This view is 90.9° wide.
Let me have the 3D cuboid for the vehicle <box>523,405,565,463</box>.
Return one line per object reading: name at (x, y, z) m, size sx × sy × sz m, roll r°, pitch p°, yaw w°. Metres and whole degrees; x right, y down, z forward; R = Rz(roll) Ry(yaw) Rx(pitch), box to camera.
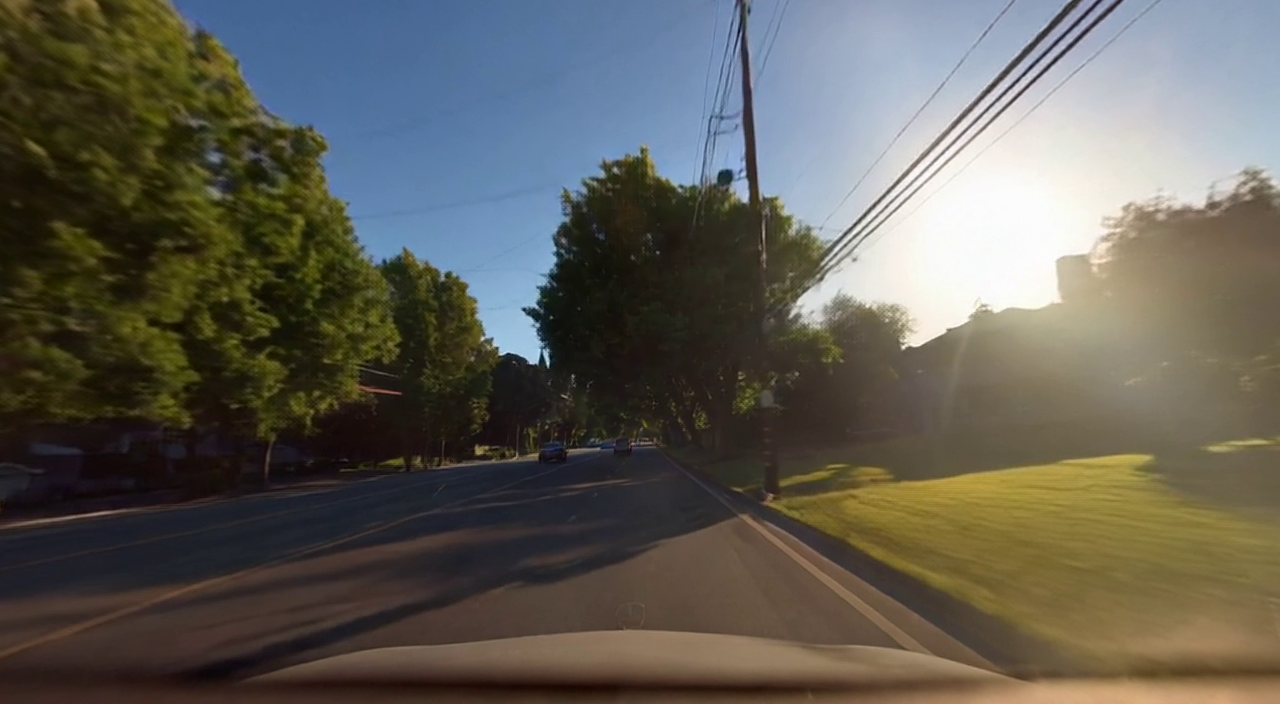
vehicle at (-6.500, 5.609, 43.184) m, size 2.365 × 3.642 × 3.374 m, roll -4°, pitch -7°, yaw -5°
